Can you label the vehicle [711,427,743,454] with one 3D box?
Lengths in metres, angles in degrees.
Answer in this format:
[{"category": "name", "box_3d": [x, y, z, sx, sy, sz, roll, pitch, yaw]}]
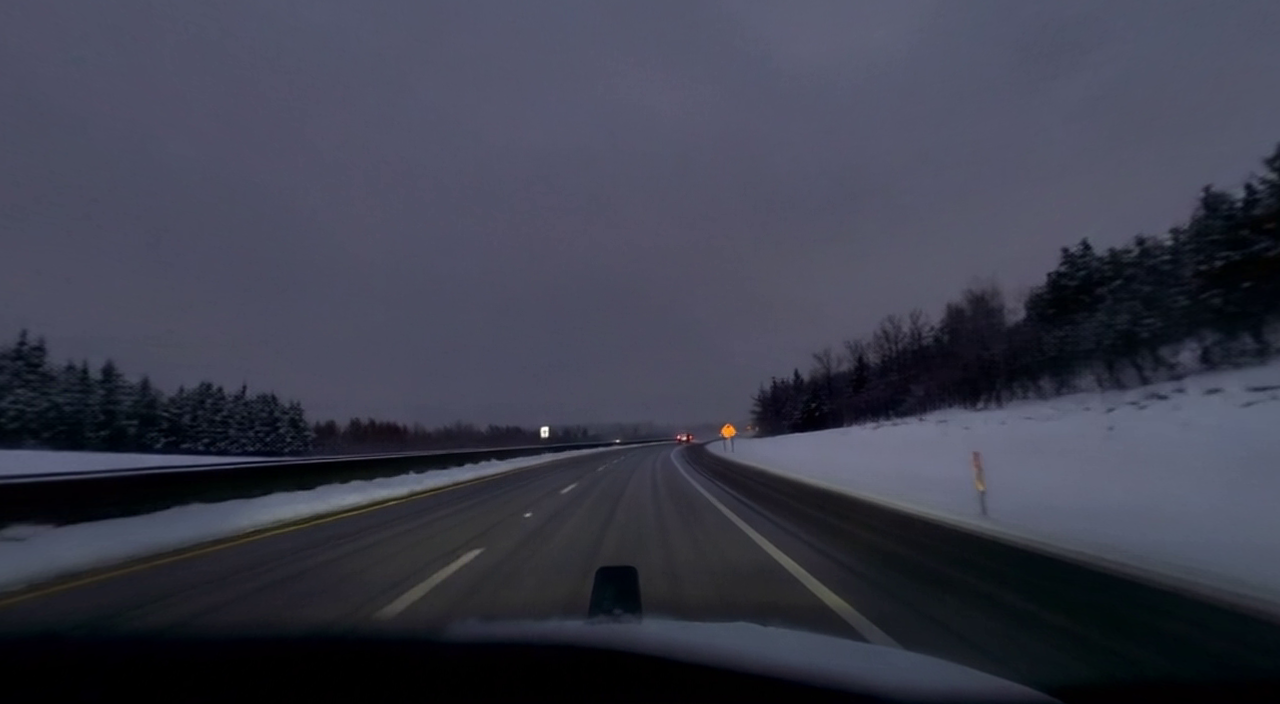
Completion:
[{"category": "vehicle", "box_3d": [6.823, 6.996, 49.816, 1.914, 2.013, 4.041, 0, -8, -1]}]
